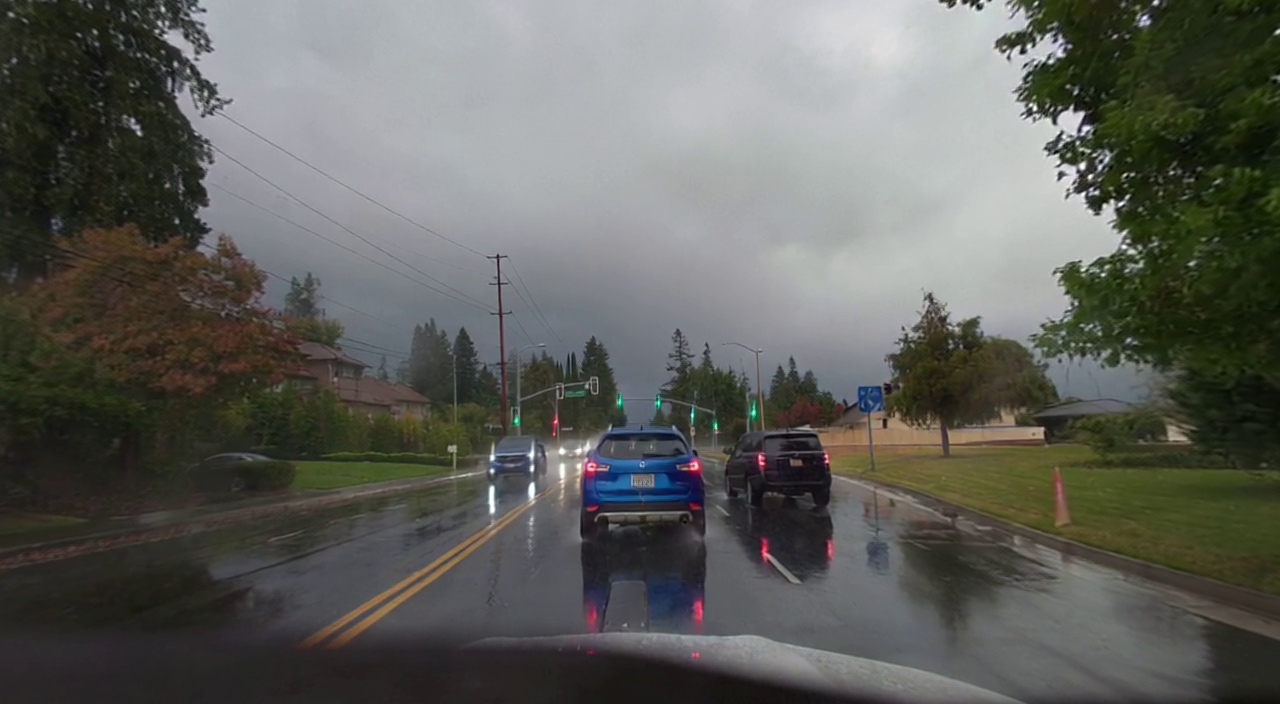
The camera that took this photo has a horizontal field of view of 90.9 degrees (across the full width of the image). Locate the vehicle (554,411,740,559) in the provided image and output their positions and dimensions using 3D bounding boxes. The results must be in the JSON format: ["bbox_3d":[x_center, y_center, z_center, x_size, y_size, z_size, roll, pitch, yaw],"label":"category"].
[{"bbox_3d":[0.055,1.843,9.438,2.151,1.695,4.100,0,-8,-1],"label":"vehicle"}]

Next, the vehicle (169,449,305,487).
[{"bbox_3d":[-16.161,4.663,25.433,4.245,1.446,1.827,0,-8,0],"label":"vehicle"}]

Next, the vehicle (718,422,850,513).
[{"bbox_3d":[3.081,2.569,14.495,1.967,1.756,4.281,0,-8,-1],"label":"vehicle"}]

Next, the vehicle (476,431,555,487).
[{"bbox_3d":[-4.788,4.198,25.170,2.138,1.938,5.584,0,-8,-1],"label":"vehicle"}]
